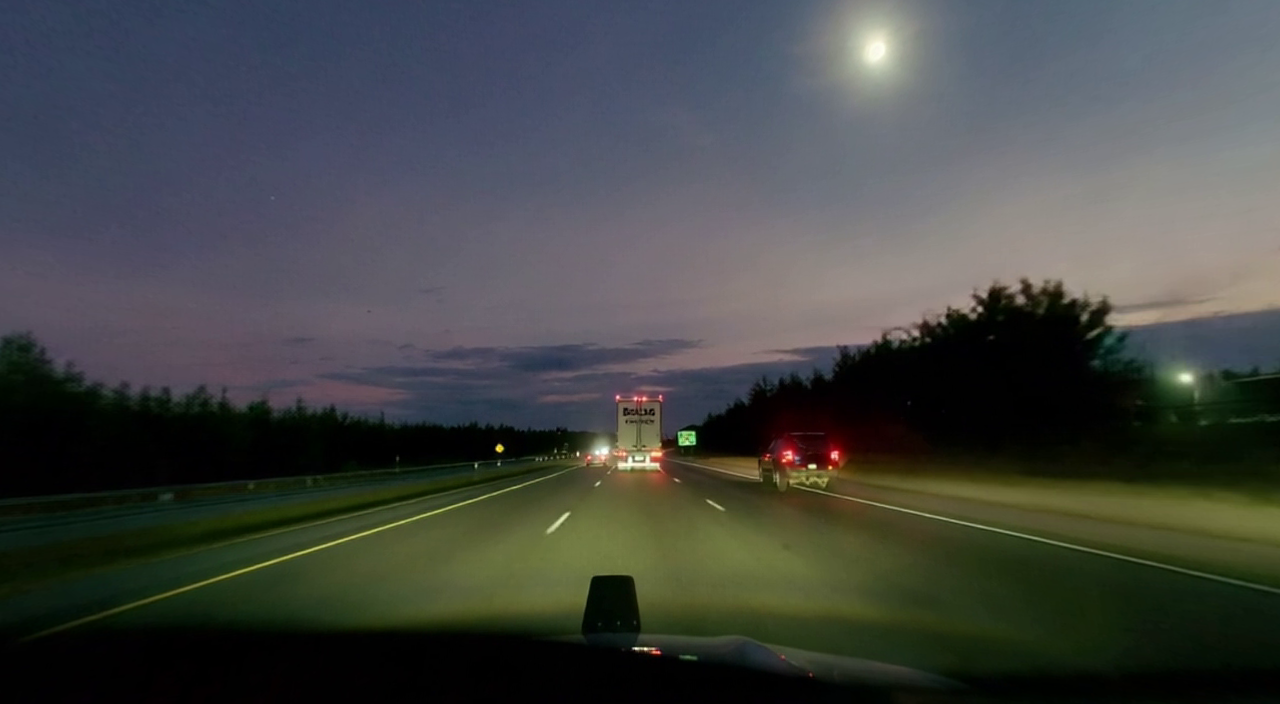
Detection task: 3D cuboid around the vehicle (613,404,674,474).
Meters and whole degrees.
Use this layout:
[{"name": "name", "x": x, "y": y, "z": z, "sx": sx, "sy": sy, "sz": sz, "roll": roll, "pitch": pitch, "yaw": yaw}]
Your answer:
[{"name": "vehicle", "x": 0.141, "y": 6.382, "z": 45.049, "sx": 3.537, "sy": 4.071, "sz": 17.399, "roll": 0, "pitch": -9, "yaw": 0}]
